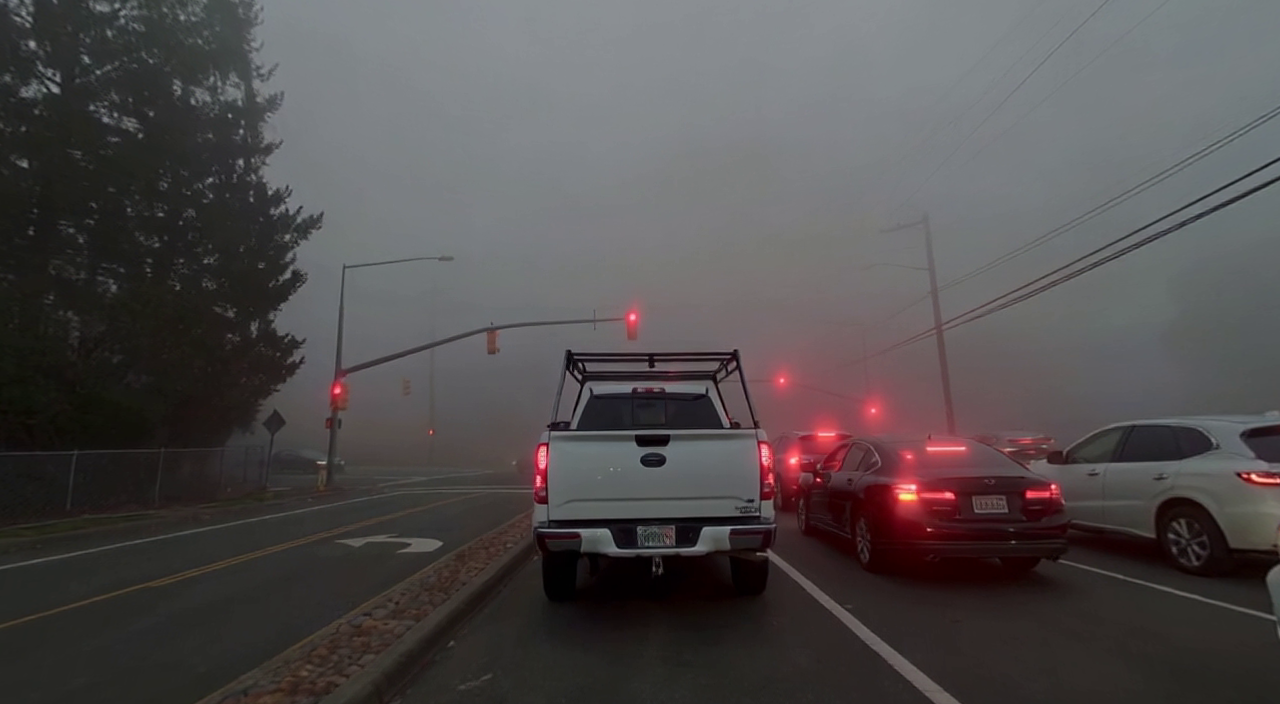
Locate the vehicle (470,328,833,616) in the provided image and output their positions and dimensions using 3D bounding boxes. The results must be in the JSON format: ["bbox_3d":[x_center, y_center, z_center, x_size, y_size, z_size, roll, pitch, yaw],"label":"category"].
[{"bbox_3d":[0.116,1.383,8.132,2.831,2.284,6.149,0,-8,1],"label":"vehicle"}]

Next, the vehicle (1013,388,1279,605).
[{"bbox_3d":[6.156,1.369,6.461,1.982,1.727,4.352,0,-8,1],"label":"vehicle"}]

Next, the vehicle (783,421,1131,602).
[{"bbox_3d":[3.117,1.641,7.371,1.993,1.495,4.060,0,-8,1],"label":"vehicle"}]
